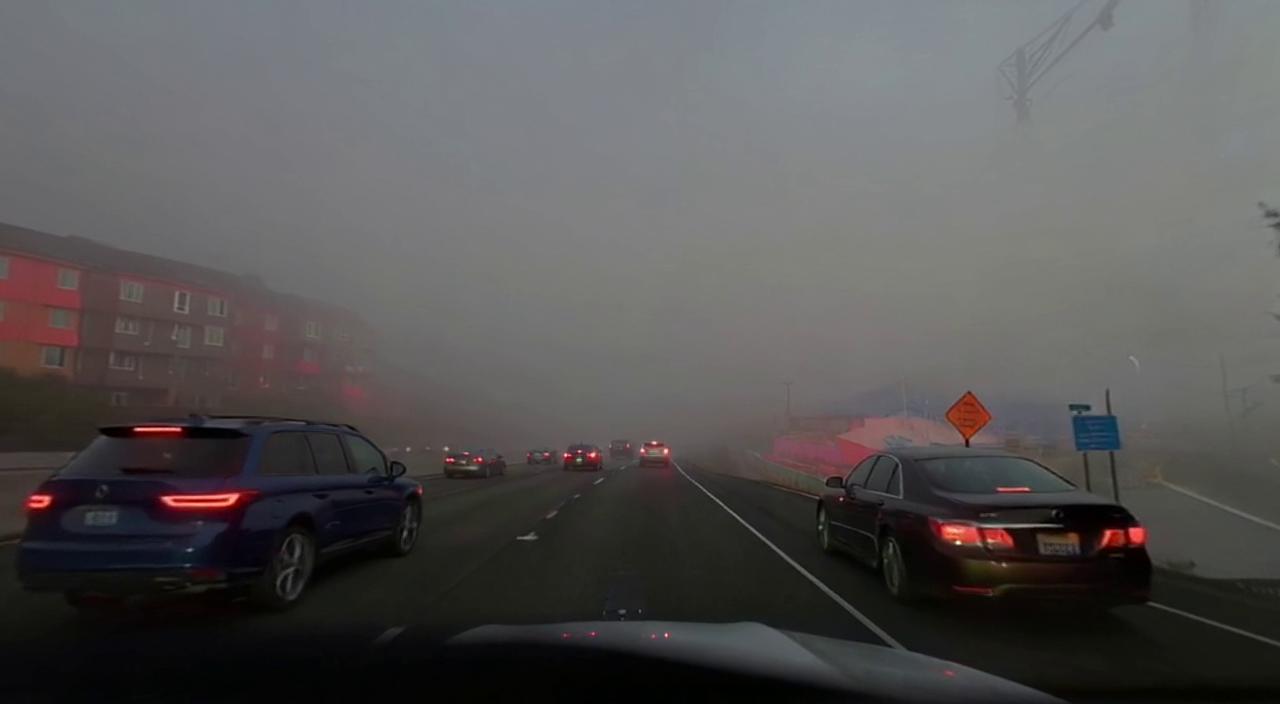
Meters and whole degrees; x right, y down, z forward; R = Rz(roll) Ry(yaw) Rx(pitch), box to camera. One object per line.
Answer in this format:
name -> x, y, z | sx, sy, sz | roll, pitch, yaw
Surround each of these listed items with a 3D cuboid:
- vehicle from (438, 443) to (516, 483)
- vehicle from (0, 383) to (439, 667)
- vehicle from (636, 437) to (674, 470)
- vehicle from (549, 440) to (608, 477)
vehicle -> -6.754, 4.628, 26.577 | 1.959, 1.486, 4.460 | 0, -9, 2
vehicle -> -3.747, 1.371, 6.106 | 2.045, 1.710, 4.382 | 0, -8, 1
vehicle -> 0.866, 5.986, 37.313 | 2.116, 1.763, 4.352 | 0, -9, 1
vehicle -> -2.857, 5.087, 30.359 | 2.109, 1.657, 4.554 | 0, -9, 3
